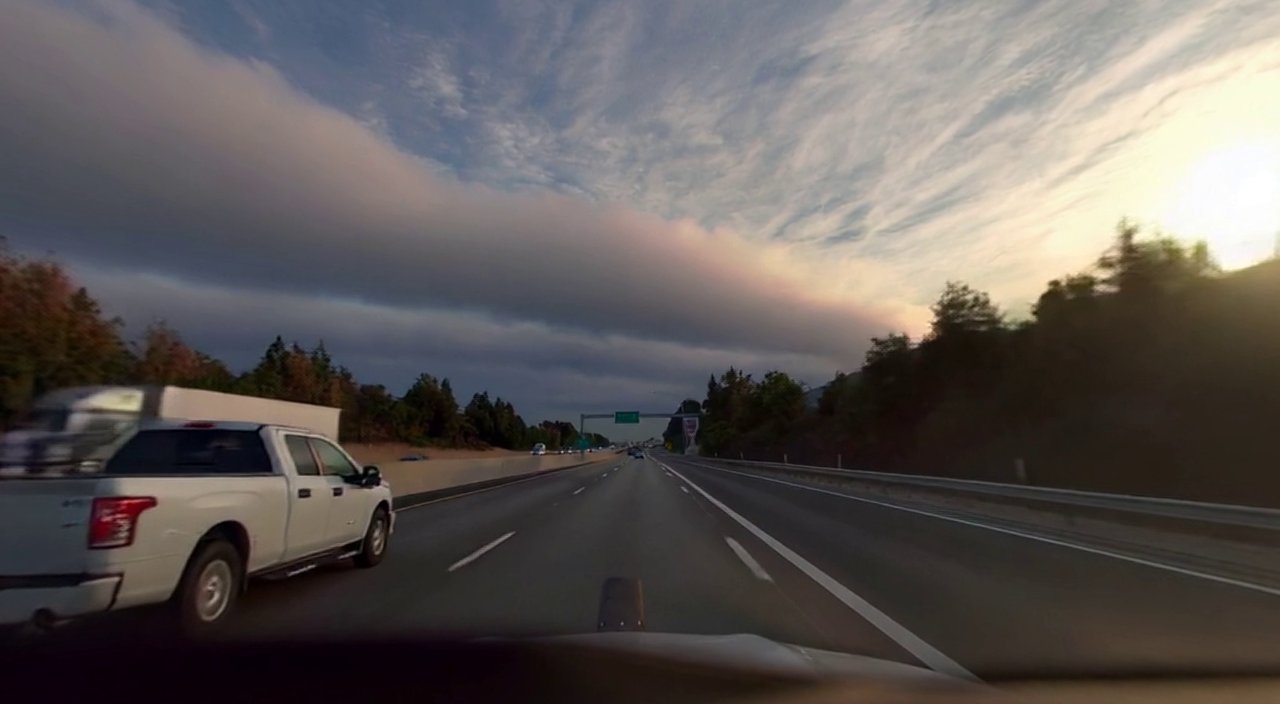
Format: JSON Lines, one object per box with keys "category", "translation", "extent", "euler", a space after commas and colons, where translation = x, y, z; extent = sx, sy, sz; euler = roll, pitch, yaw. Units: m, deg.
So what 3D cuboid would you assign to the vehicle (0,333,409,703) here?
{"category": "vehicle", "translation": [-3.869, 1.185, 4.771], "extent": [2.214, 1.872, 5.179], "euler": [0, -9, 1]}
